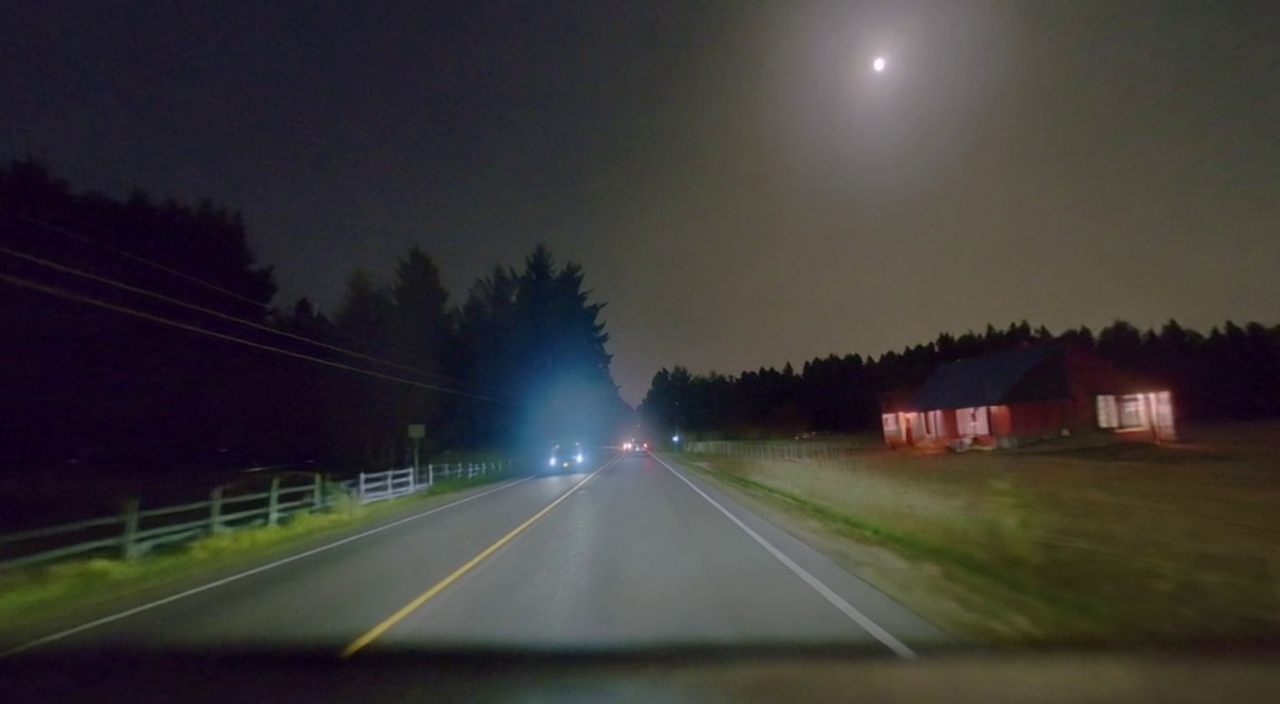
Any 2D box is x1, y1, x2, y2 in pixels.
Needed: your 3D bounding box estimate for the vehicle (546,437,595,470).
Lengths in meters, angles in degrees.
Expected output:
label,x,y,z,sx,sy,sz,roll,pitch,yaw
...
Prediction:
label,x,y,z,sx,sy,sz,roll,pitch,yaw
vehicle,-3.791,5.685,35.484,2.217,1.704,4.418,0,-9,1
